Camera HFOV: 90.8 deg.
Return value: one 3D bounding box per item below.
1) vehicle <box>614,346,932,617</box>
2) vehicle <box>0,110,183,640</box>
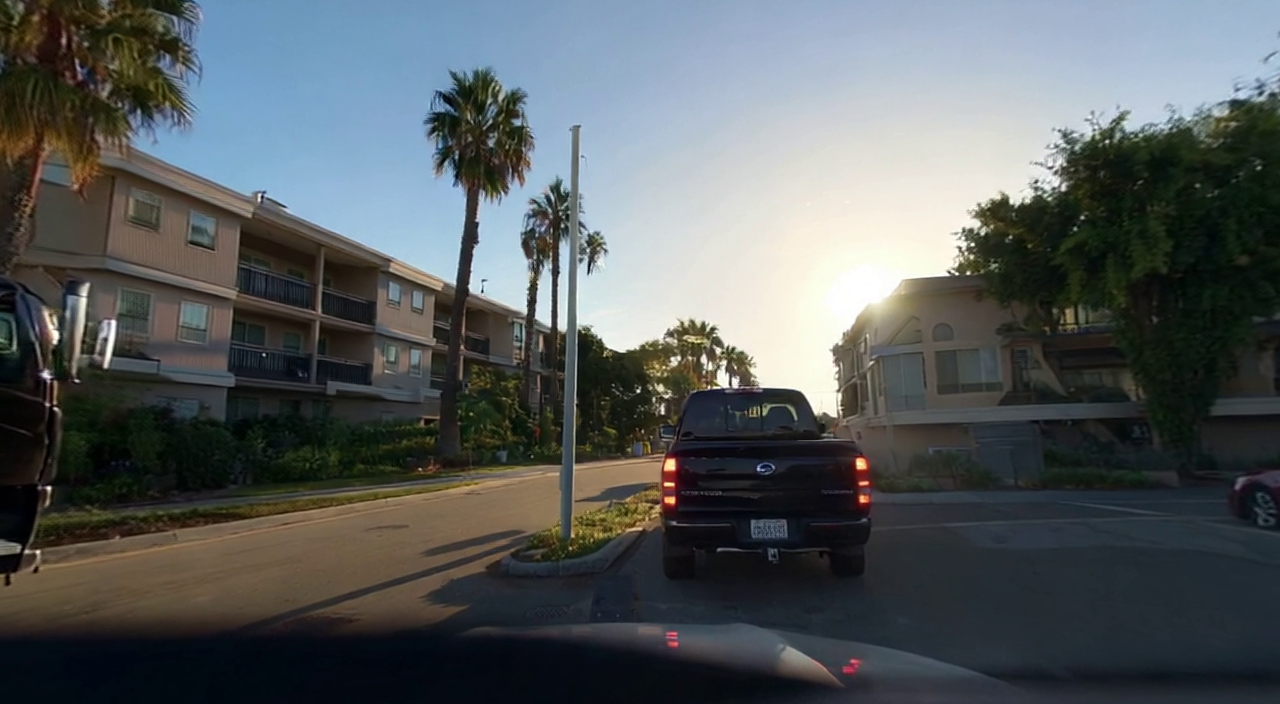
[{"bbox_3d":[1.235,1.433,7.919,2.418,2.078,5.866,-1,-9,5],"label":"vehicle"},{"bbox_3d":[-6.628,-0.411,0.723,2.998,3.659,10.517,-2,-9,10],"label":"vehicle"}]
